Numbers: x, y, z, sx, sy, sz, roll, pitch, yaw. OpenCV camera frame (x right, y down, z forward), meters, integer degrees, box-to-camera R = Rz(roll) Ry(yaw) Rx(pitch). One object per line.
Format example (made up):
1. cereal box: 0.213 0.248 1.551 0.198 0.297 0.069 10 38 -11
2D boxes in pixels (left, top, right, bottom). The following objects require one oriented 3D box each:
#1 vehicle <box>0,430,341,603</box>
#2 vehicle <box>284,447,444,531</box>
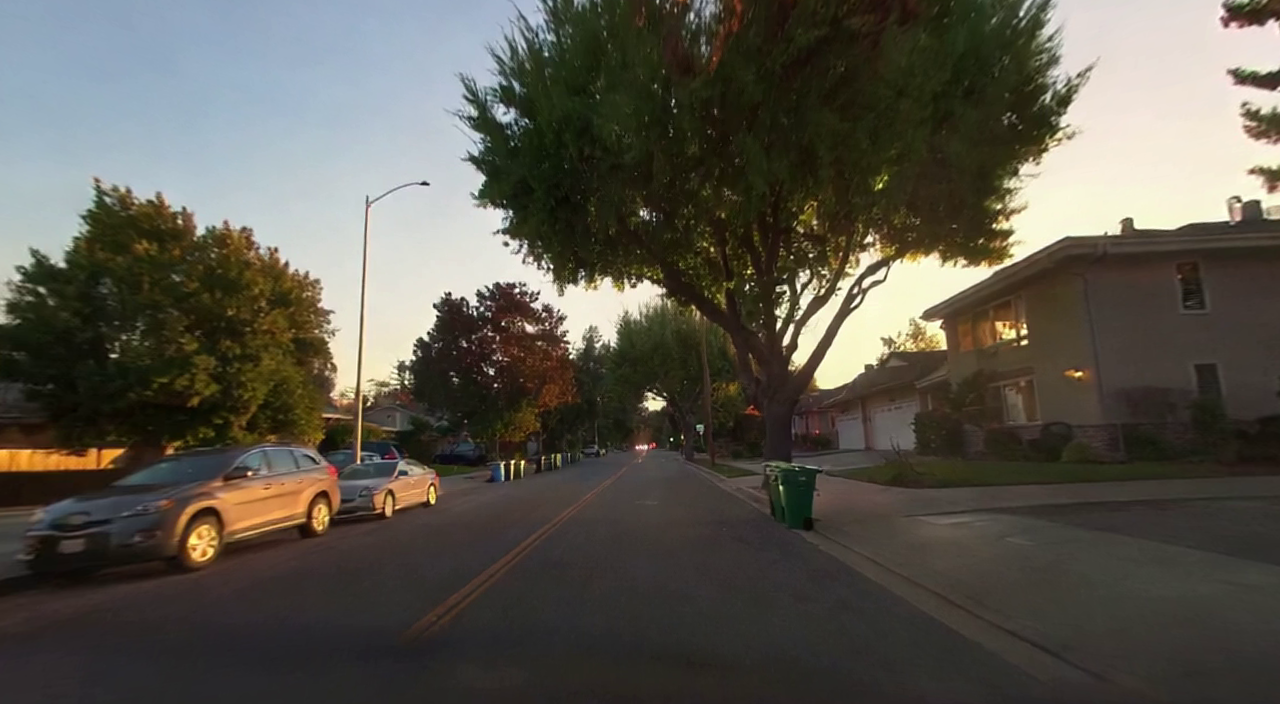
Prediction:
1. vehicle: -6.553 2.145 9.351 1.890 1.723 4.539 -6 -7 1
2. vehicle: -6.380 3.153 15.157 1.880 1.458 4.292 -4 -7 1
